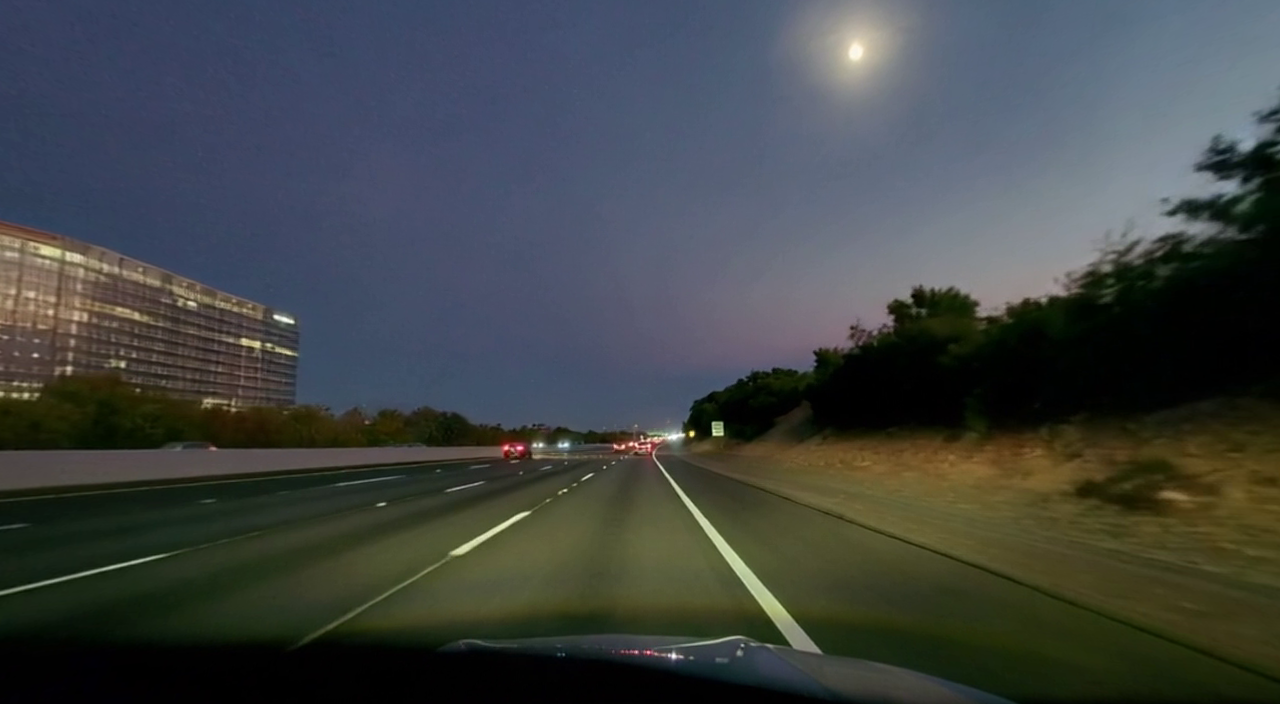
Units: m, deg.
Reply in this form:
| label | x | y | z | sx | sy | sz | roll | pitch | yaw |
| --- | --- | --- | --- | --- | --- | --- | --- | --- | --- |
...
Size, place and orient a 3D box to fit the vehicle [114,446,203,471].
| label | x | y | z | sx | sy | sz | roll | pitch | yaw |
| --- | --- | --- | --- | --- | --- | --- | --- | --- | --- |
| vehicle | -30.721 | 6.774 | 40.542 | 1.868 | 1.463 | 4.793 | -1 | -8 | 1 |
